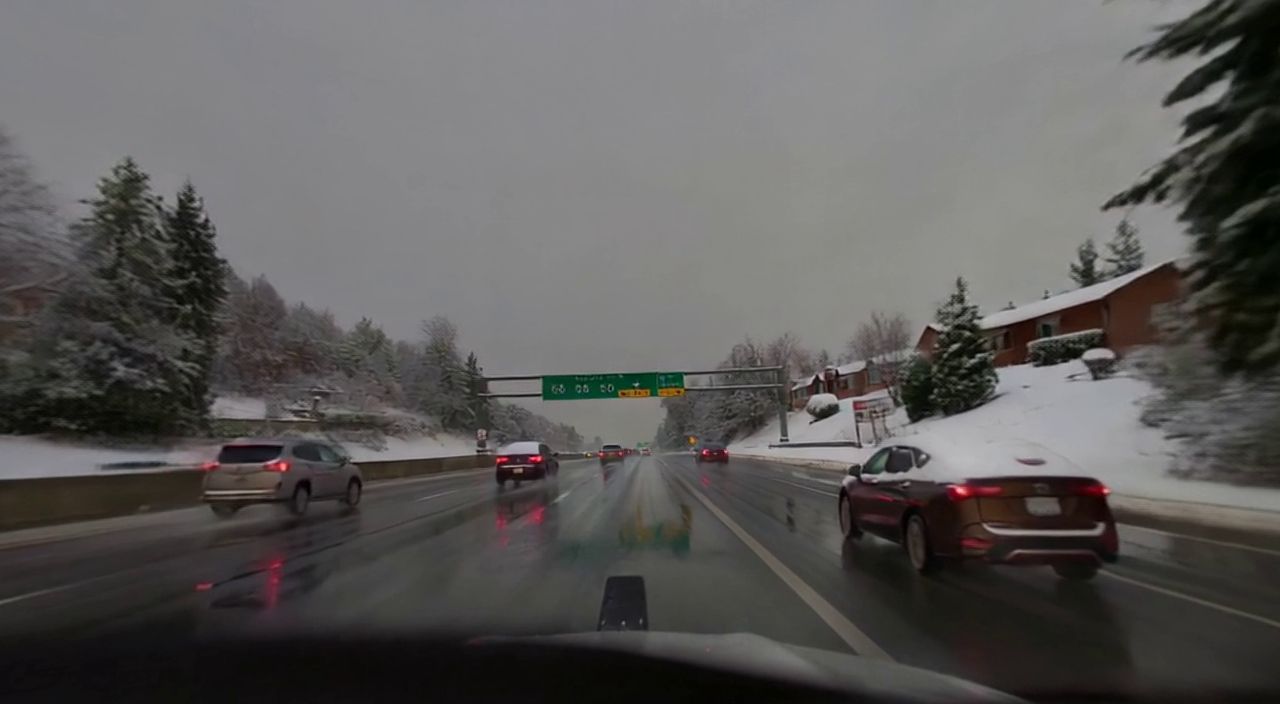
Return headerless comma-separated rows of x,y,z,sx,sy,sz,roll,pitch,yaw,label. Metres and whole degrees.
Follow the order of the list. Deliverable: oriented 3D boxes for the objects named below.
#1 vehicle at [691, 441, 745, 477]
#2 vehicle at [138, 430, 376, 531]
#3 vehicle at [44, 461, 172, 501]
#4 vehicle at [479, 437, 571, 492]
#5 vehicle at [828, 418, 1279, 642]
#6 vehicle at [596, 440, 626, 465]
3.320,4.641,27.576,1.854,1.438,3.954,0,-8,0,vehicle
-7.348,2.475,12.789,2.057,1.681,4.277,0,-8,1,vehicle
-23.245,5.620,27.824,1.789,1.458,4.362,0,-8,1,vehicle
-3.609,3.612,20.636,2.136,1.571,4.285,0,-8,1,vehicle
3.556,1.525,6.506,1.912,1.509,4.291,0,-8,0,vehicle
-2.142,7.614,47.919,2.183,1.764,4.134,0,-8,-1,vehicle
